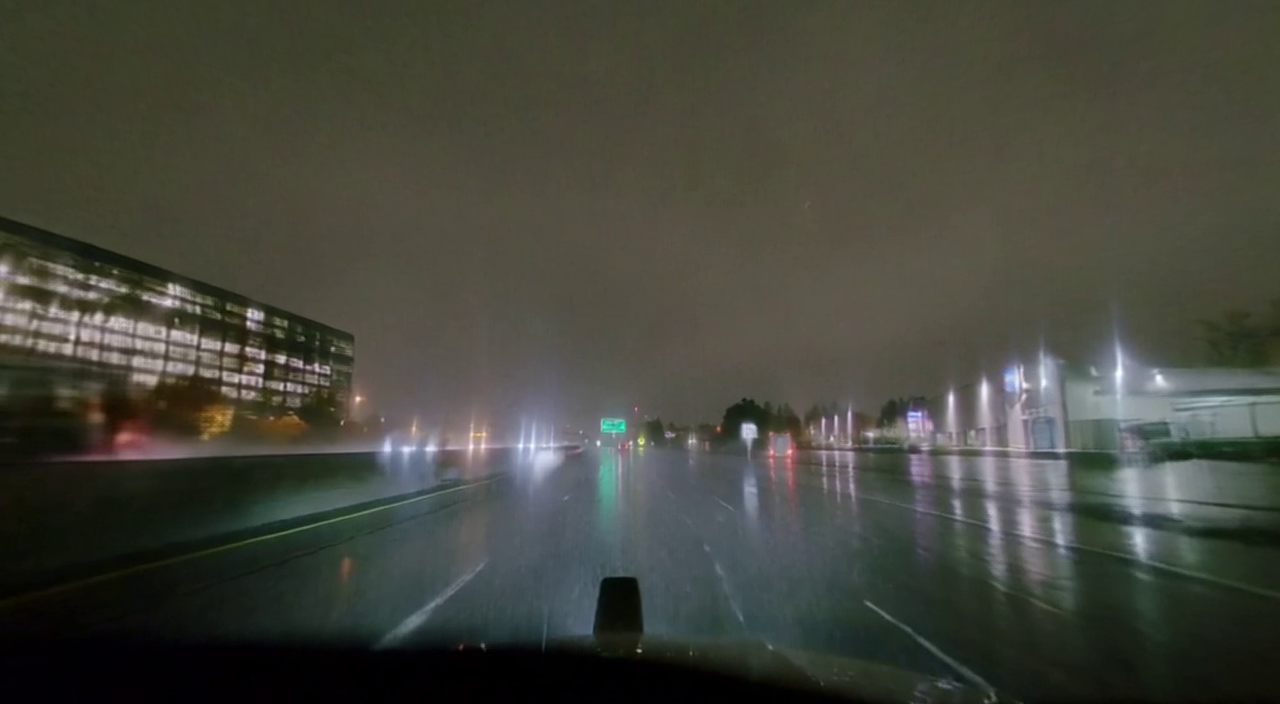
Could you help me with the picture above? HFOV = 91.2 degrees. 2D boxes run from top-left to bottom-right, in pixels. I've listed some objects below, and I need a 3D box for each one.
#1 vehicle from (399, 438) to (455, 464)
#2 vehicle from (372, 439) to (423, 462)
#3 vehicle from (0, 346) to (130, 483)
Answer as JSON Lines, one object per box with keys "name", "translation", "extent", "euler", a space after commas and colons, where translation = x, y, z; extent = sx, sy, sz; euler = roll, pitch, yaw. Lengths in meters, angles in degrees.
{"name": "vehicle", "translation": [-13.161, 6.164, 39.059], "extent": [1.918, 1.509, 4.621], "euler": [0, -9, -1]}
{"name": "vehicle", "translation": [-17.552, 7.163, 45.538], "extent": [1.933, 1.510, 4.591], "euler": [0, -9, -1]}
{"name": "vehicle", "translation": [-20.718, 1.523, 16.520], "extent": [2.948, 4.084, 14.022], "euler": [0, -9, -1]}
